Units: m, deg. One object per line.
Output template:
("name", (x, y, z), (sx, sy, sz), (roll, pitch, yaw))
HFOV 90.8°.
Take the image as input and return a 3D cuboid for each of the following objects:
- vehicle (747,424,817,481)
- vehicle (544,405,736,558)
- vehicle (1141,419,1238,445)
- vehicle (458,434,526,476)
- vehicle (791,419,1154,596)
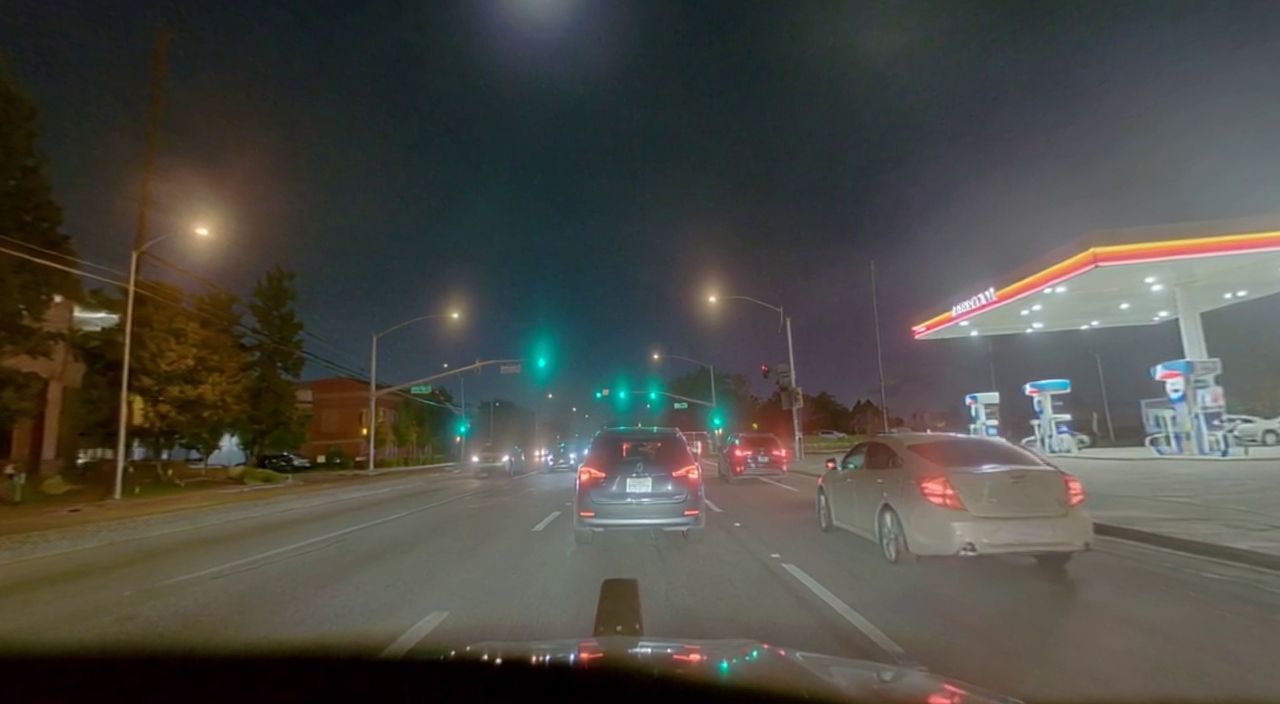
("vehicle", (4.980, 3.584, 22.770), (2.116, 1.791, 5.006), (-1, -8, 9))
("vehicle", (-0.061, 1.746, 9.158), (2.164, 1.718, 3.881), (0, -8, -2))
("vehicle", (39.747, 5.846, 45.812), (4.834, 1.808, 2.006), (-2, -8, 10))
("vehicle", (-6.421, 4.534, 27.969), (1.994, 1.695, 4.471), (0, -8, -1))
("vehicle", (3.347, 1.632, 7.575), (1.904, 1.472, 4.358), (0, -8, -1))
